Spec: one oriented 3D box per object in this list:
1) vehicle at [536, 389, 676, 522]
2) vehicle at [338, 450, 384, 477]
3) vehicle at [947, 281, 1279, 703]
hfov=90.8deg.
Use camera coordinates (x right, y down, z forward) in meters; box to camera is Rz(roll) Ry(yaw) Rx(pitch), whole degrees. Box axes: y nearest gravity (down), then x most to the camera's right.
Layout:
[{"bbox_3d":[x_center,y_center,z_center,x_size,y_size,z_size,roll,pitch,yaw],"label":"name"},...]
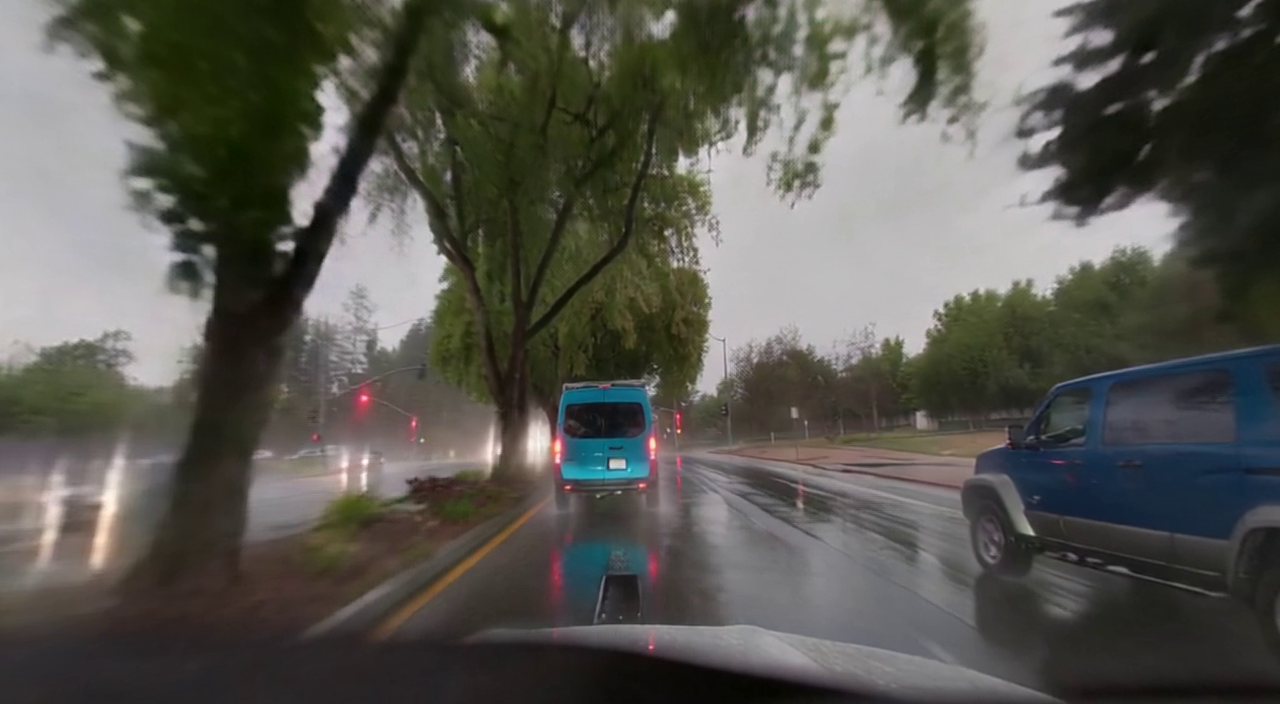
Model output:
[{"bbox_3d":[-0.497,1.925,11.995,2.145,2.046,4.309,0,-9,1],"label":"vehicle"},{"bbox_3d":[-16.921,6.772,38.524,1.833,1.504,4.141,2,-9,-14],"label":"vehicle"},{"bbox_3d":[3.713,0.762,3.482,1.988,1.873,3.968,0,-9,0],"label":"vehicle"}]
